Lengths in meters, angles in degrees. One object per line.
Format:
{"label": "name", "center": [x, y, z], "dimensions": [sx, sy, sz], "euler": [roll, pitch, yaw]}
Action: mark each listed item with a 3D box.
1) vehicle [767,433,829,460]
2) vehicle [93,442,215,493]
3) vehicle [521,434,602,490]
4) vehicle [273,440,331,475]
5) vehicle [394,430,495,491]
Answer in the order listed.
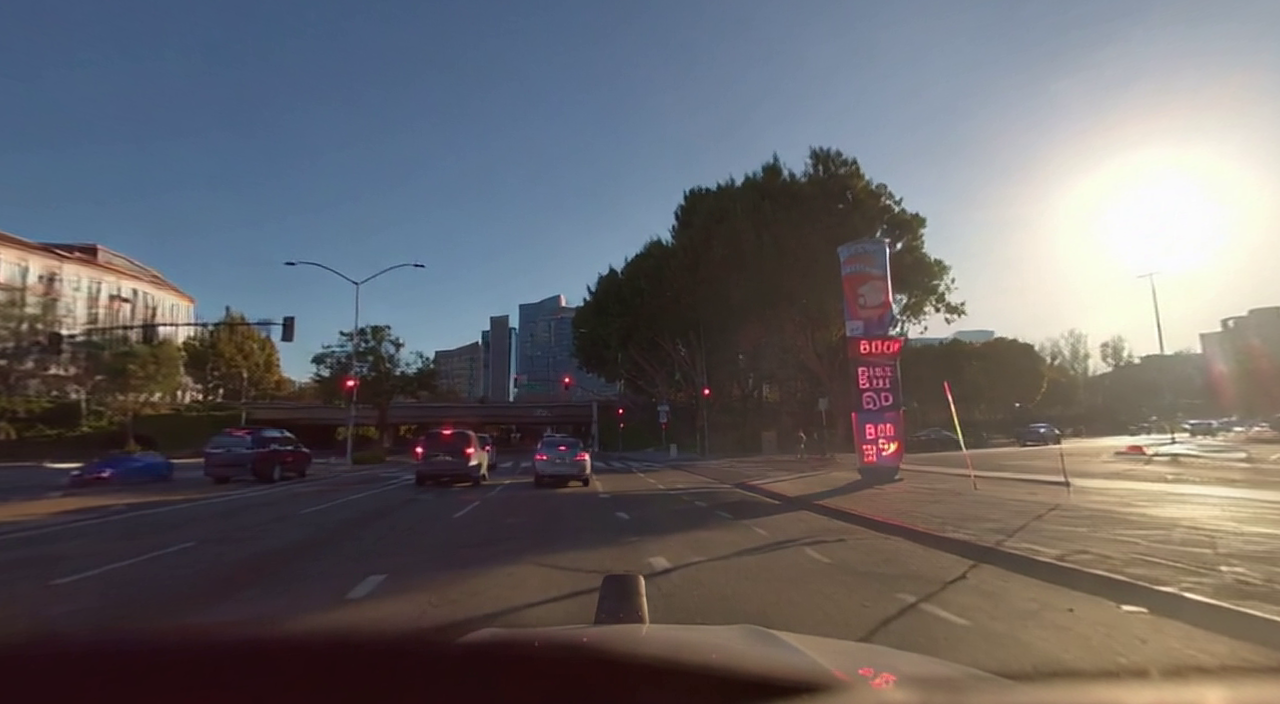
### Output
{"label": "vehicle", "center": [10.172, 6.059, 40.495], "dimensions": [4.166, 1.622, 1.908], "euler": [8, -12, -44]}
{"label": "vehicle", "center": [-18.835, 4.441, 24.743], "dimensions": [1.985, 1.537, 4.013], "euler": [-3, -6, -7]}
{"label": "vehicle", "center": [-2.397, 3.337, 19.497], "dimensions": [2.176, 1.489, 4.518], "euler": [1, -9, -6]}
{"label": "vehicle", "center": [-21.224, 6.686, 39.810], "dimensions": [1.863, 1.722, 4.328], "euler": [-8, -10, -11]}
{"label": "vehicle", "center": [-5.782, 3.262, 19.340], "dimensions": [2.057, 1.610, 4.891], "euler": [1, -9, -7]}
